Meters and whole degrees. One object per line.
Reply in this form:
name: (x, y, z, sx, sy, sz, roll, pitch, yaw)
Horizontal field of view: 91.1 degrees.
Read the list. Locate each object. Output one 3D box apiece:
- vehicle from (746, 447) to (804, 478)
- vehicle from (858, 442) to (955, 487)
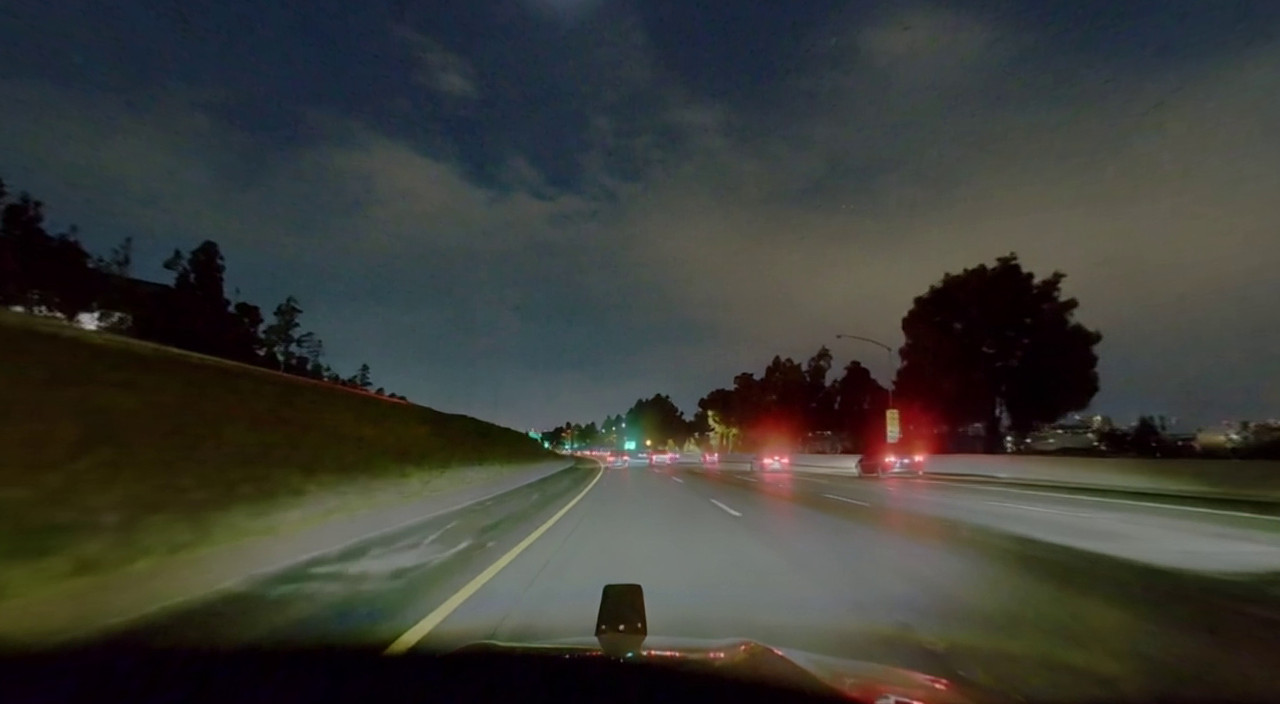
vehicle: (6.729, 5.521, 31.634, 1.940, 1.482, 3.644, 0, -9, -3)
vehicle: (10.621, 4.490, 25.402, 1.986, 1.644, 4.126, 0, -9, -2)
